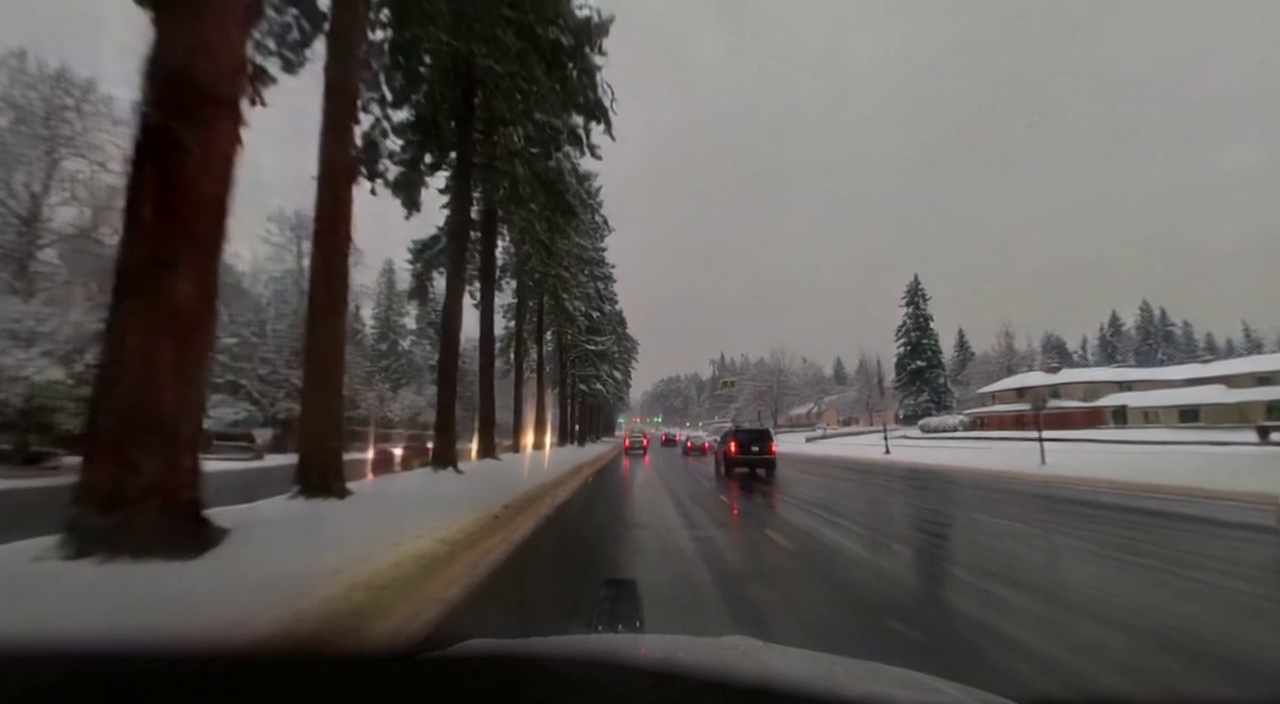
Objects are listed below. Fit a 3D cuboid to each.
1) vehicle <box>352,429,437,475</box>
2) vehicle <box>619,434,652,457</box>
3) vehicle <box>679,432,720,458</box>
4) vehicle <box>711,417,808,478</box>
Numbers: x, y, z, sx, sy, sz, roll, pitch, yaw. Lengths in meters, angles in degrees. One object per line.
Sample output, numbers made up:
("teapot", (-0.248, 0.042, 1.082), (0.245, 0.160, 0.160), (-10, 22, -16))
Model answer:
("vehicle", (-9.995, 4.096, 26.134), (2.058, 1.716, 4.266), (1, -8, -4))
("vehicle", (-0.293, 5.990, 40.541), (1.988, 1.418, 4.214), (0, -8, -1))
("vehicle", (3.599, 5.719, 38.845), (2.064, 1.474, 4.389), (0, -8, -1))
("vehicle", (3.876, 3.233, 21.456), (2.209, 1.813, 4.724), (0, -8, -2))
